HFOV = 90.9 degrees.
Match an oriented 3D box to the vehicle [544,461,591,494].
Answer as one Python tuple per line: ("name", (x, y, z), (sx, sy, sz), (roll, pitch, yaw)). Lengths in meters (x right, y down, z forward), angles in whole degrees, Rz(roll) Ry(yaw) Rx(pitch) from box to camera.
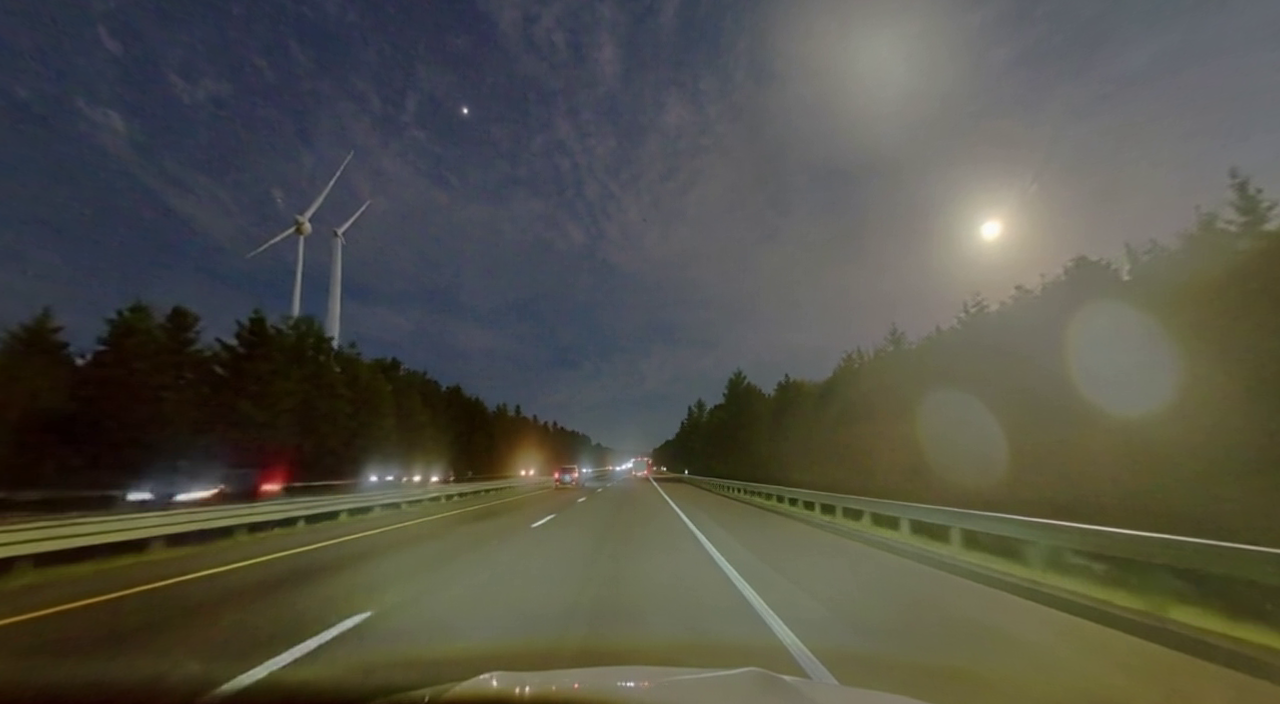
("vehicle", (-4.059, 7.146, 36.086), (2.124, 1.705, 4.440), (1, -11, 1))

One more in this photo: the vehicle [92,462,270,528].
("vehicle", (-12.590, 3.928, 17.692), (1.844, 1.561, 4.103), (1, -11, 0))

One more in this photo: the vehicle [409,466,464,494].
("vehicle", (-12.656, 7.991, 39.511), (1.945, 1.614, 4.213), (1, -11, 1))

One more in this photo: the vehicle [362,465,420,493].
("vehicle", (-16.866, 8.654, 43.003), (2.030, 1.723, 4.670), (1, -11, 0))
